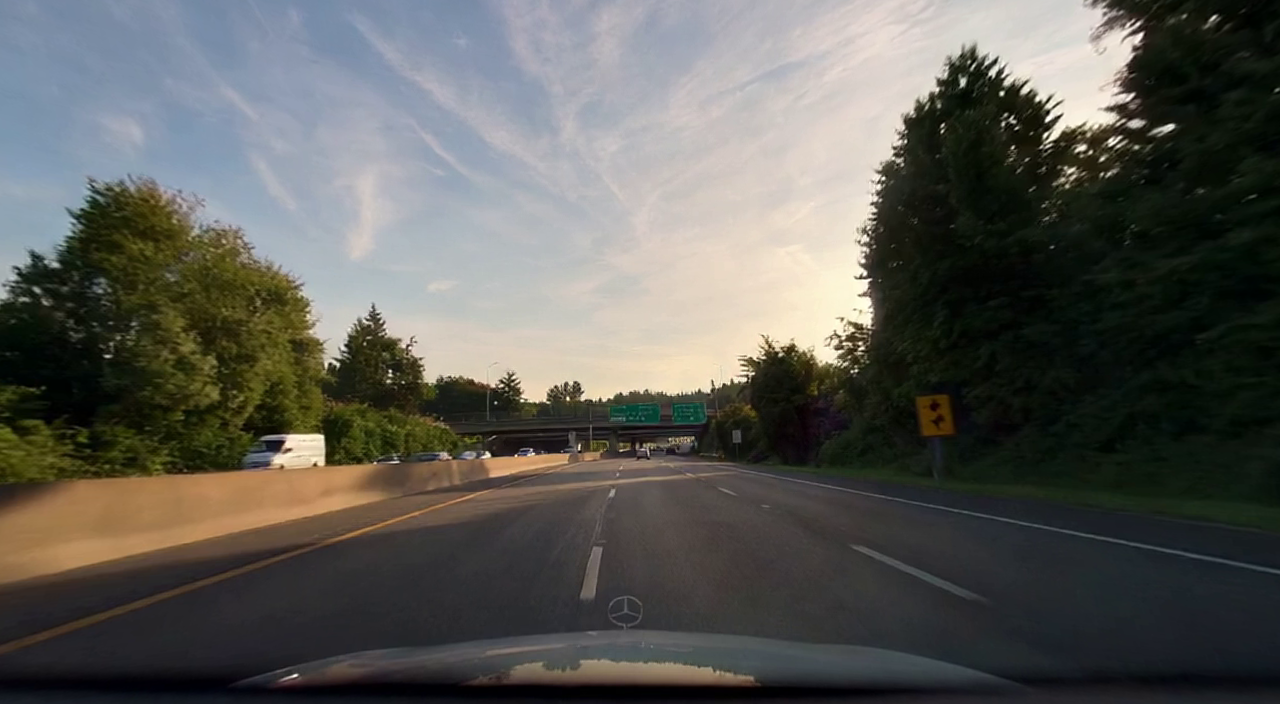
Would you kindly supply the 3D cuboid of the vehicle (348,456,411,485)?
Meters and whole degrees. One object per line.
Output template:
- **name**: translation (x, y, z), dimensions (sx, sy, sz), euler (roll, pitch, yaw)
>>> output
- **vehicle**: translation (-14.401, 6.568, 35.040), dimensions (1.870, 1.449, 3.742), euler (0, -9, 0)

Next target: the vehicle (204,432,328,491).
- **vehicle**: translation (-18.596, 5.473, 31.853), dimensions (2.383, 2.644, 6.169), euler (0, -9, 0)
